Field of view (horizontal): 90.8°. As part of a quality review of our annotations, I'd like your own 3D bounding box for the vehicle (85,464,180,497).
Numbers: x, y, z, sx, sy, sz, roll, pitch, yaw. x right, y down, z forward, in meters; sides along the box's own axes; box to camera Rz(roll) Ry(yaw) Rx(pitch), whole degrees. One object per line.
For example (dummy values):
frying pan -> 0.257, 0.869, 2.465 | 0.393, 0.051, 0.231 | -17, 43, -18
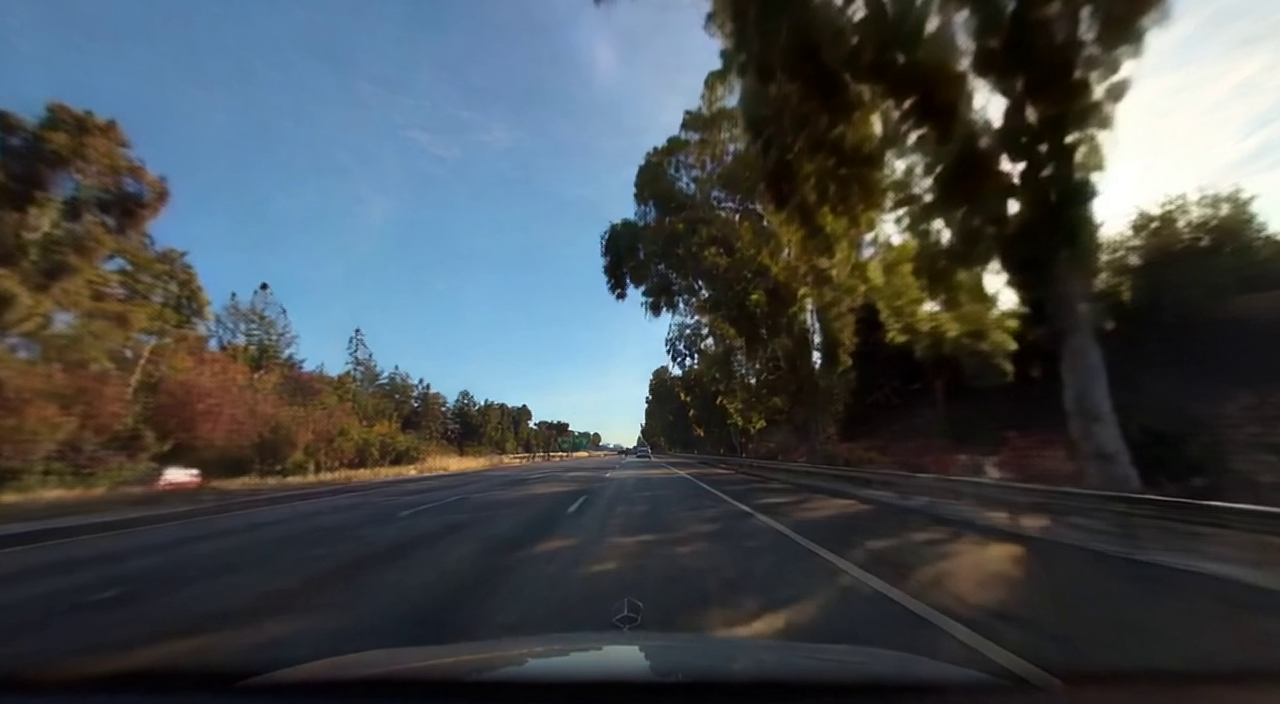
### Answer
vehicle -> -24.219, 6.119, 30.269 | 1.570, 1.374, 3.496 | 0, -9, 0
